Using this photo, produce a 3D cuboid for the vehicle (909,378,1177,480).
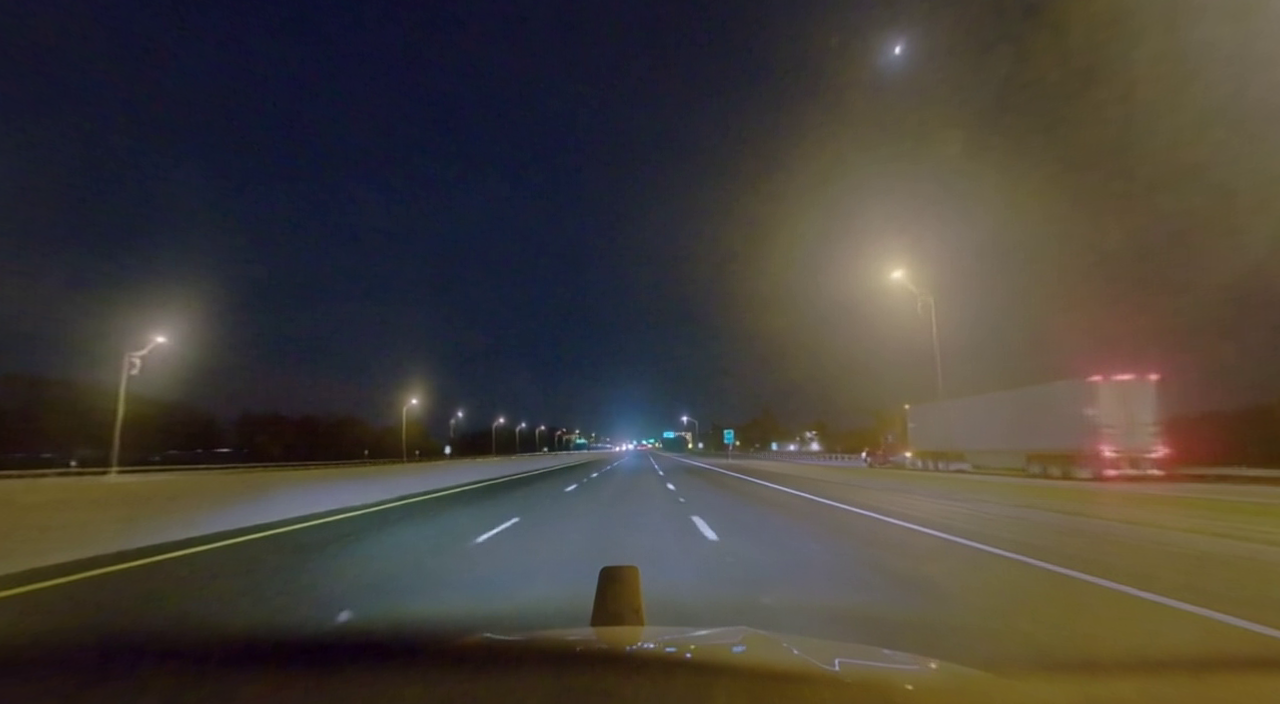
[{"bbox_3d":[20.105,4.403,34.044,2.939,4.193,15.754,1,-9,-5],"label":"vehicle"}]
